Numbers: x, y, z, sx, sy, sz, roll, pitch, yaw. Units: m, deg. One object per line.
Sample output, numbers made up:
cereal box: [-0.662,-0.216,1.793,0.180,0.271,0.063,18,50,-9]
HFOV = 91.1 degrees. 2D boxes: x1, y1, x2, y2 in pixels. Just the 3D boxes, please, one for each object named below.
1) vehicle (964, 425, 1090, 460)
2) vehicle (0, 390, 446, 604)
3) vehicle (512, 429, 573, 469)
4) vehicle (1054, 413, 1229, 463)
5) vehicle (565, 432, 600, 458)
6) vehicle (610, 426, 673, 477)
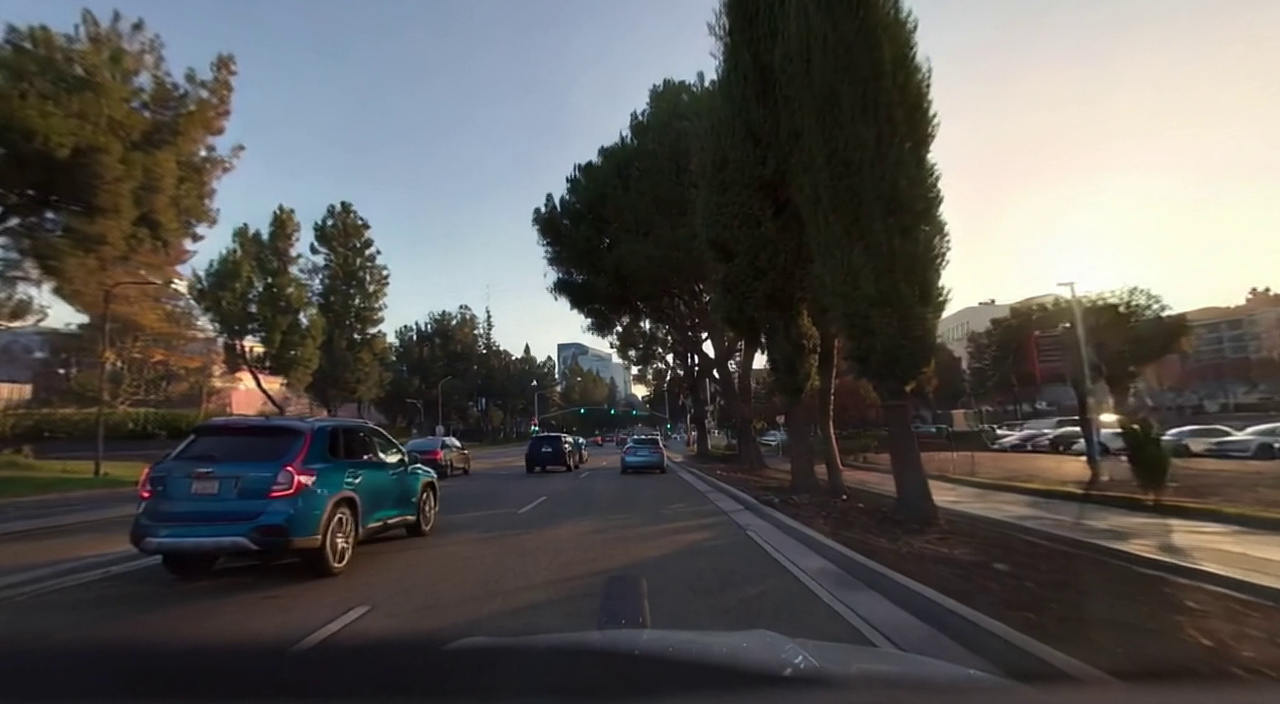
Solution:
vehicle: [16.874,3.983,27.545,1.857,1.369,4.219,6,-10,-34]
vehicle: [-3.873,1.421,6.972,2.070,1.641,4.152,0,-8,0]
vehicle: [-4.487,4.568,29.618,2.113,1.713,4.422,0,-8,0]
vehicle: [17.221,2.987,21.749,4.329,1.656,1.873,0,-8,2]
vehicle: [-4.052,6.698,45.251,2.047,1.810,4.414,0,-8,1]
vehicle: [0.028,3.552,22.502,2.042,1.641,4.187,0,-8,0]
